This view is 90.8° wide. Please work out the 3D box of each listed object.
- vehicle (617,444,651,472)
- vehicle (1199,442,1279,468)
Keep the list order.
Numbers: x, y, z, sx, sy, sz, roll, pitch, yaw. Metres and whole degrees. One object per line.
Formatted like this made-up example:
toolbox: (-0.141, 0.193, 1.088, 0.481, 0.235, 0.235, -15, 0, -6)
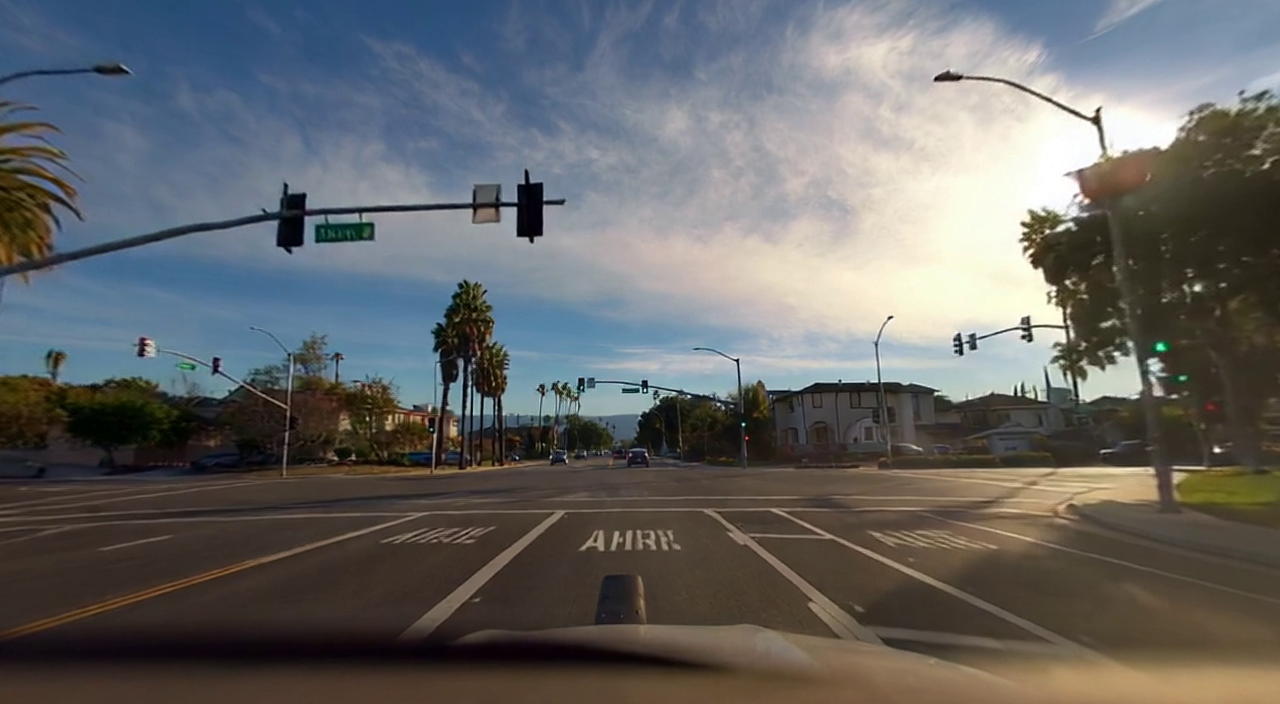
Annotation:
vehicle: (-0.524, 7.542, 45.121, 2.248, 1.833, 4.798, 0, -9, -3)
vehicle: (43.262, 7.297, 44.868, 5.165, 1.711, 2.081, 0, -9, -3)
